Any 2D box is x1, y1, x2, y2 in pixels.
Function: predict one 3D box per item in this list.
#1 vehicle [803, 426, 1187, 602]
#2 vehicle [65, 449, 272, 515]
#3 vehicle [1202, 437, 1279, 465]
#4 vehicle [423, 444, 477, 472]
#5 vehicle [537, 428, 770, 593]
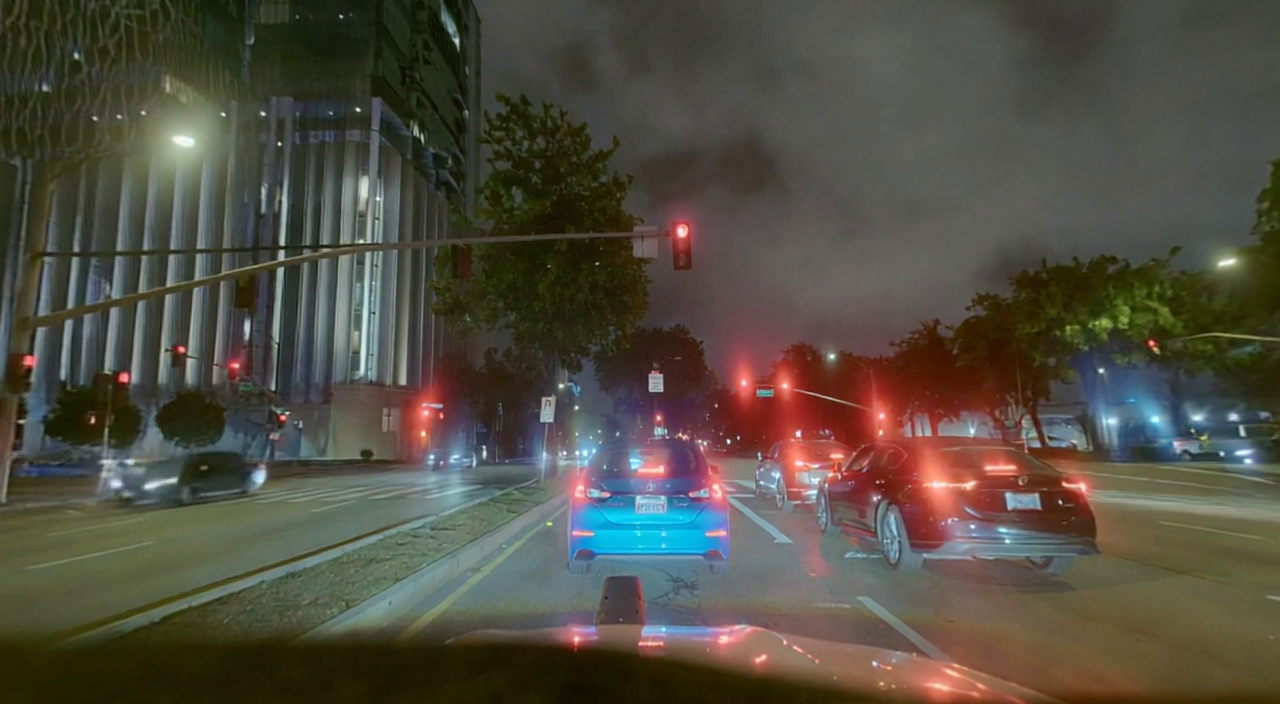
[{"bbox_3d":[3.644,1.737,7.747,2.018,1.491,4.544,0,-9,-1],"label":"vehicle"},{"bbox_3d":[-11.940,3.274,16.485,1.922,1.466,4.422,0,-9,1],"label":"vehicle"},{"bbox_3d":[35.208,5.641,36.137,4.190,1.535,1.998,0,-9,-1],"label":"vehicle"},{"bbox_3d":[-12.093,6.777,40.526,2.009,1.642,4.482,0,-9,0],"label":"vehicle"},{"bbox_3d":[0.090,1.734,7.745,2.087,1.468,4.014,0,-9,-1],"label":"vehicle"}]
